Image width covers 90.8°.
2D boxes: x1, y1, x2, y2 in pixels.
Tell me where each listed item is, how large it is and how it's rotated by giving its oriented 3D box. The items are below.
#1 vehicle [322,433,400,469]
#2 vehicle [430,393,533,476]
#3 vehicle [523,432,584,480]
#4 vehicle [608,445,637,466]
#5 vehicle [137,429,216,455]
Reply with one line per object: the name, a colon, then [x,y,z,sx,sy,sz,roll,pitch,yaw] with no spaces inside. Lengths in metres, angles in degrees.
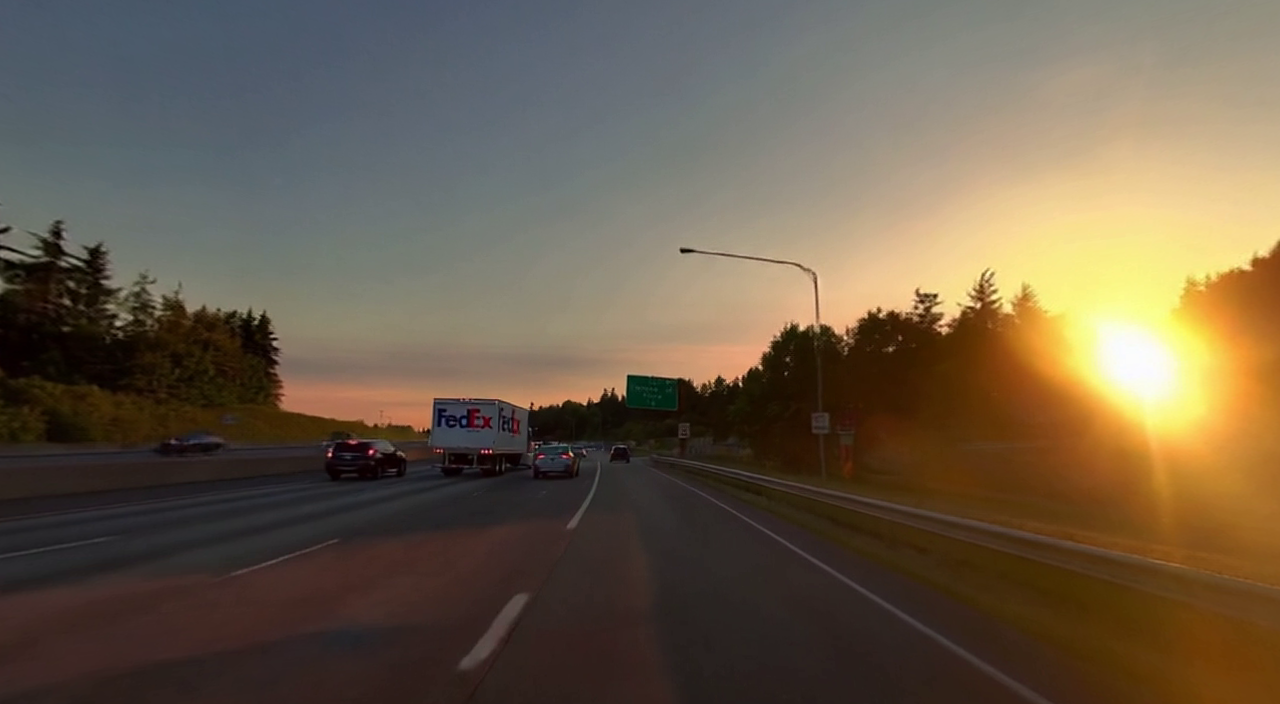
vehicle: [-13.937,4.999,31.901,2.018,1.668,4.409,0,-9,-2]
vehicle: [-6.966,3.899,29.222,2.870,3.266,8.589,0,-9,-2]
vehicle: [-3.654,4.487,27.488,2.170,1.886,4.628,0,-9,-2]
vehicle: [-1.359,7.661,46.824,2.043,1.489,3.839,1,-9,-3]
vehicle: [-30.412,5.971,41.631,1.972,1.619,4.414,1,-9,-3]
